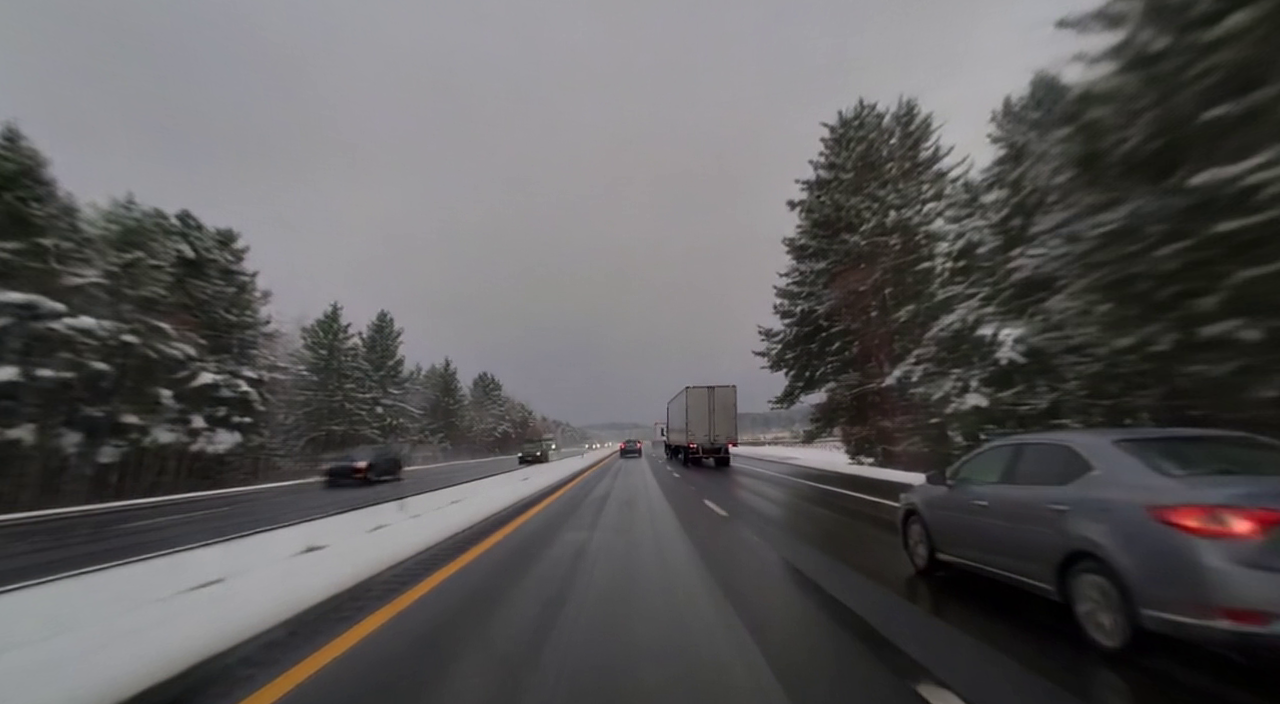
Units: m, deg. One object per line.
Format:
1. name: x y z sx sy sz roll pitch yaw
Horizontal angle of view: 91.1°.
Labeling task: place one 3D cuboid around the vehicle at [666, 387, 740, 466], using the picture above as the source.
1. vehicle: 3.510 4.743 39.070 2.919 4.004 13.911 0 -8 -1

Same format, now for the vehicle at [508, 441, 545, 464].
1. vehicle: -8.190 7.240 45.649 1.862 1.525 4.059 0 -8 0

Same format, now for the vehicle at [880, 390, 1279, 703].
1. vehicle: 3.752 1.211 4.792 2.072 1.534 4.300 0 -8 -1

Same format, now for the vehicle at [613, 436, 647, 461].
1. vehicle: -0.695 6.627 43.622 2.192 1.623 4.887 0 -8 -1

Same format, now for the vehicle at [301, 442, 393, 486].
1. vehicle: -12.165 4.628 26.444 1.900 1.638 4.089 0 -8 0
